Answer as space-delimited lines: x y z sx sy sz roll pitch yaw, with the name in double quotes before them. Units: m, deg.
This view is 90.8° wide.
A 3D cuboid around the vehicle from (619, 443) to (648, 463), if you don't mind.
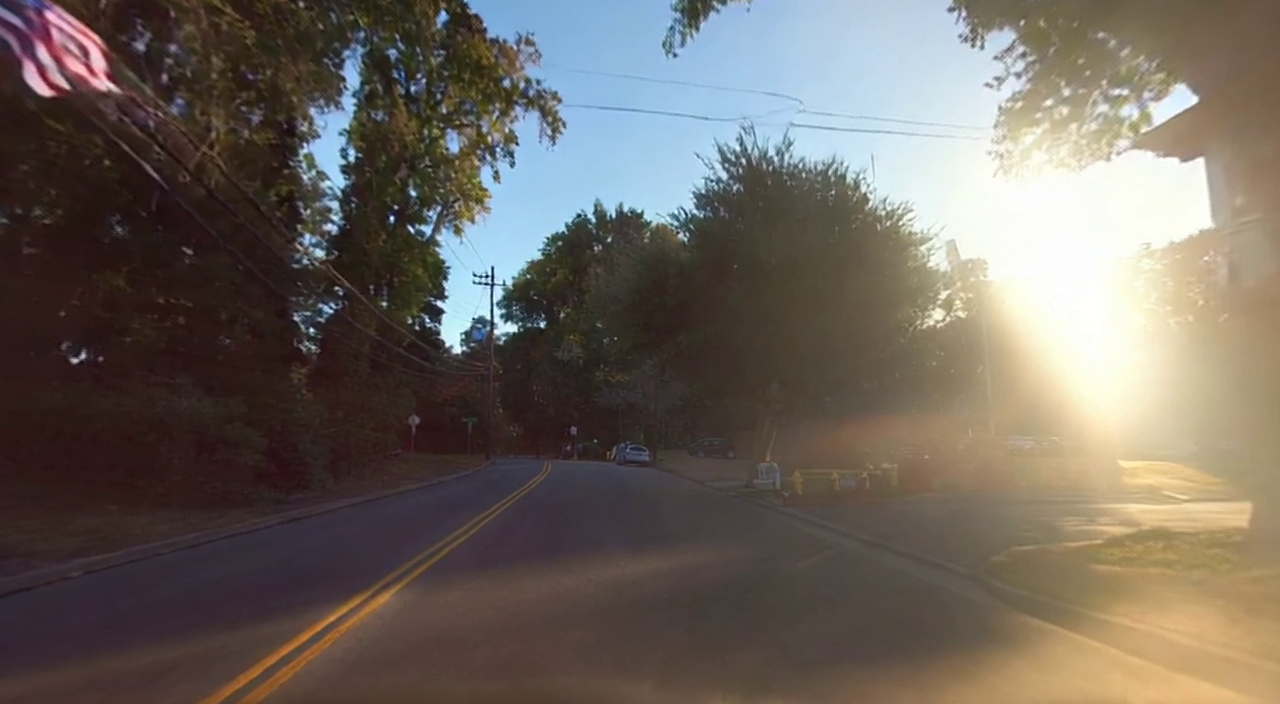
"vehicle" -0.530 7.774 48.976 1.941 1.460 4.206 1 -9 -5
